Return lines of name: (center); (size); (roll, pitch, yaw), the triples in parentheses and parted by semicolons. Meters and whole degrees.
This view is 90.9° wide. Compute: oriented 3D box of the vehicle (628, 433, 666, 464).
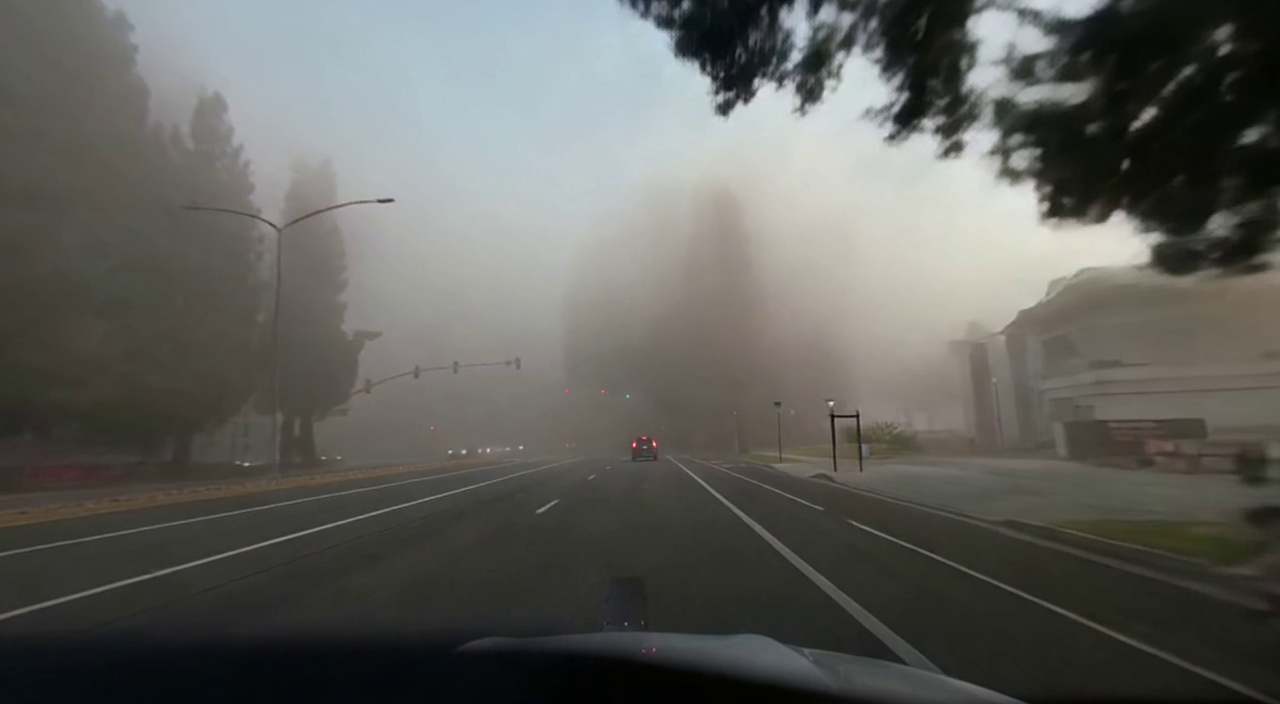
vehicle: (0.402, 5.800, 38.015); (2.169, 1.751, 4.276); (-1, -8, 0)

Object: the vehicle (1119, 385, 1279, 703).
vehicle: (3.873, 0.694, 1.306); (2.269, 1.520, 4.410); (-1, -8, 0)
